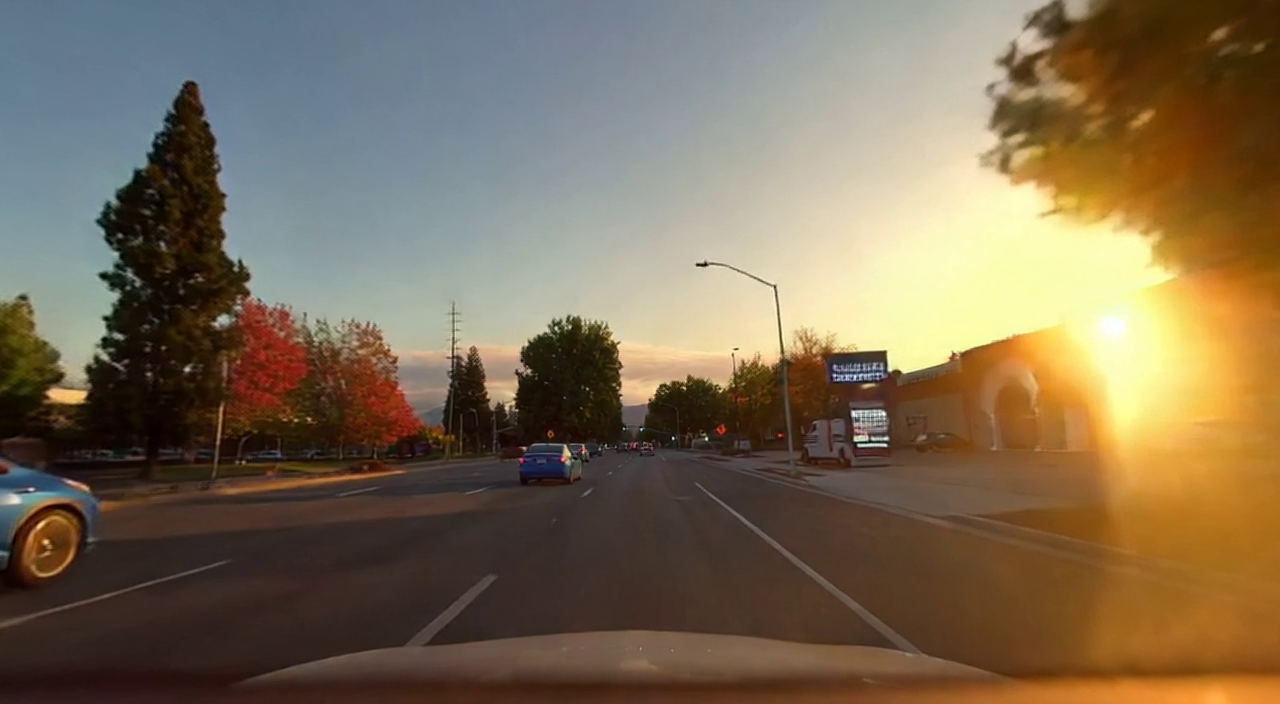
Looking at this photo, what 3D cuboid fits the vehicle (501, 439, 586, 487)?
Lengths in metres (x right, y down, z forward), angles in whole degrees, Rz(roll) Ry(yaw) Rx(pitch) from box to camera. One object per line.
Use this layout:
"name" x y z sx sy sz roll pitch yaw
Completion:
"vehicle" -3.202 3.801 21.914 2.152 1.479 4.394 0 -9 1

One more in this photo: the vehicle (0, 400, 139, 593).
"vehicle" -6.813 1.190 4.941 2.043 1.726 4.472 0 -9 0

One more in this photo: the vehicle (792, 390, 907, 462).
"vehicle" 12.132 4.631 37.994 2.995 3.704 10.928 0 -9 -1

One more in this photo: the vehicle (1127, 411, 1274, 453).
"vehicle" 25.254 3.643 28.516 4.643 1.852 1.978 0 -9 1
